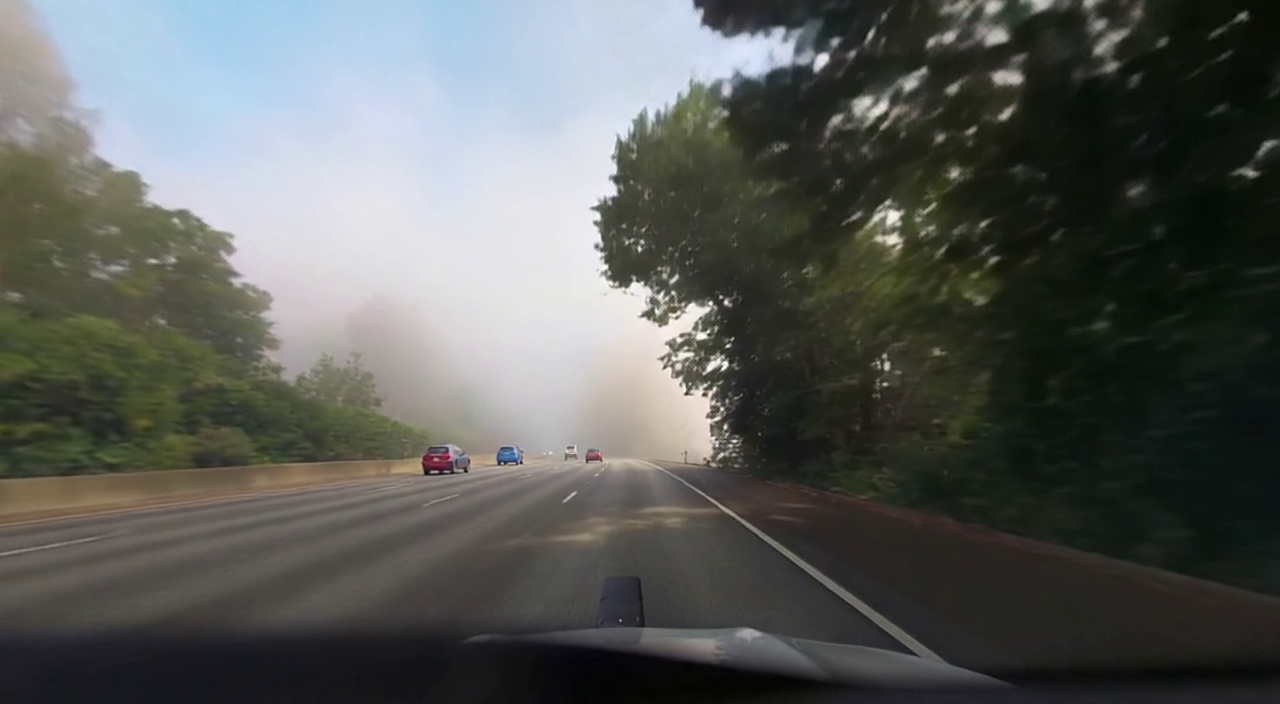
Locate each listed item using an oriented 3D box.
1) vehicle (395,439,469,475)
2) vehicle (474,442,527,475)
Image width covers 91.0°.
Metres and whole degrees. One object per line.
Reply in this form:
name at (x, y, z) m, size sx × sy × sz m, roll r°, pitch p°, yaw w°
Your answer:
vehicle at (-11.860, 6.034, 36.430) m, size 2.425 × 1.926 × 5.584 m, roll 0°, pitch -9°, yaw -1°
vehicle at (-7.689, 5.921, 35.146) m, size 2.060 × 1.680 × 4.255 m, roll 0°, pitch -9°, yaw -1°
